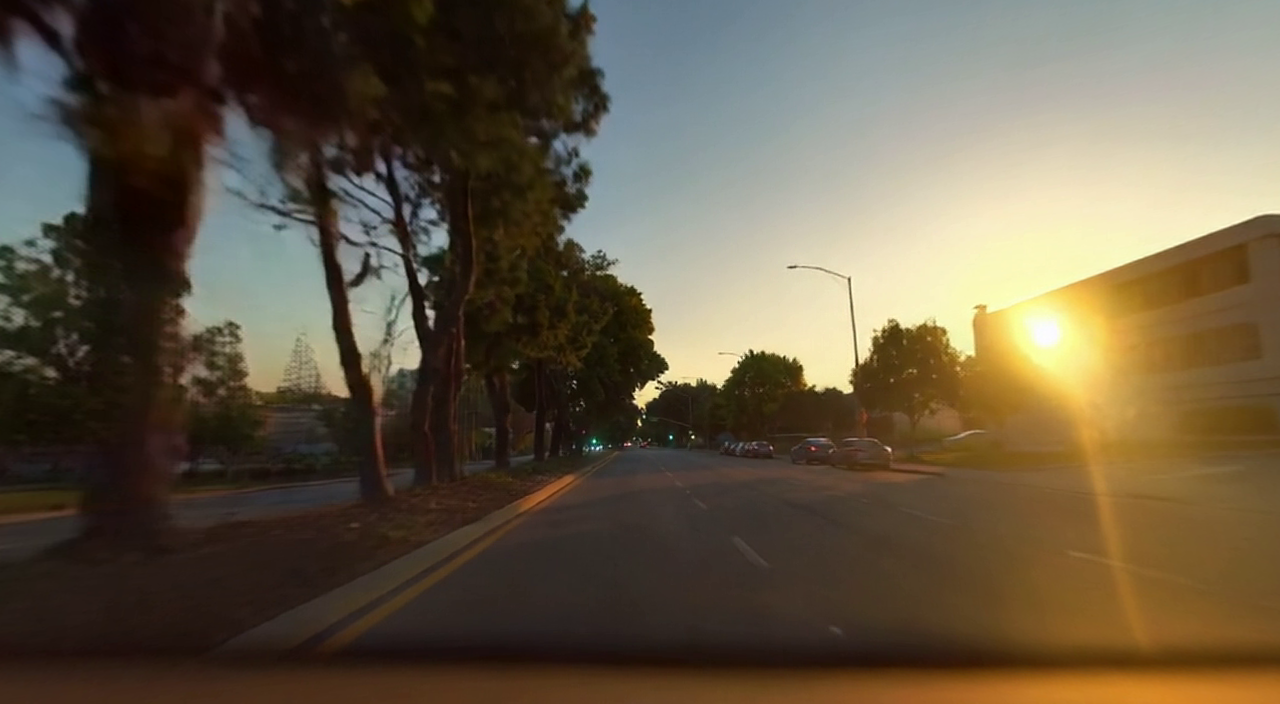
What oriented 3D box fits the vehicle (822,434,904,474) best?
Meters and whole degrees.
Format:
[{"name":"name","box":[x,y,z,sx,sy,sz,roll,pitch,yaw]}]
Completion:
[{"name":"vehicle","box":[9.926,4.572,28.518,1.984,1.672,4.262,0,-9,-2]}]

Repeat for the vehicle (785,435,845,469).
[{"name":"vehicle","box":[9.806,5.650,35.821,2.037,1.732,4.530,0,-9,-1]}]
